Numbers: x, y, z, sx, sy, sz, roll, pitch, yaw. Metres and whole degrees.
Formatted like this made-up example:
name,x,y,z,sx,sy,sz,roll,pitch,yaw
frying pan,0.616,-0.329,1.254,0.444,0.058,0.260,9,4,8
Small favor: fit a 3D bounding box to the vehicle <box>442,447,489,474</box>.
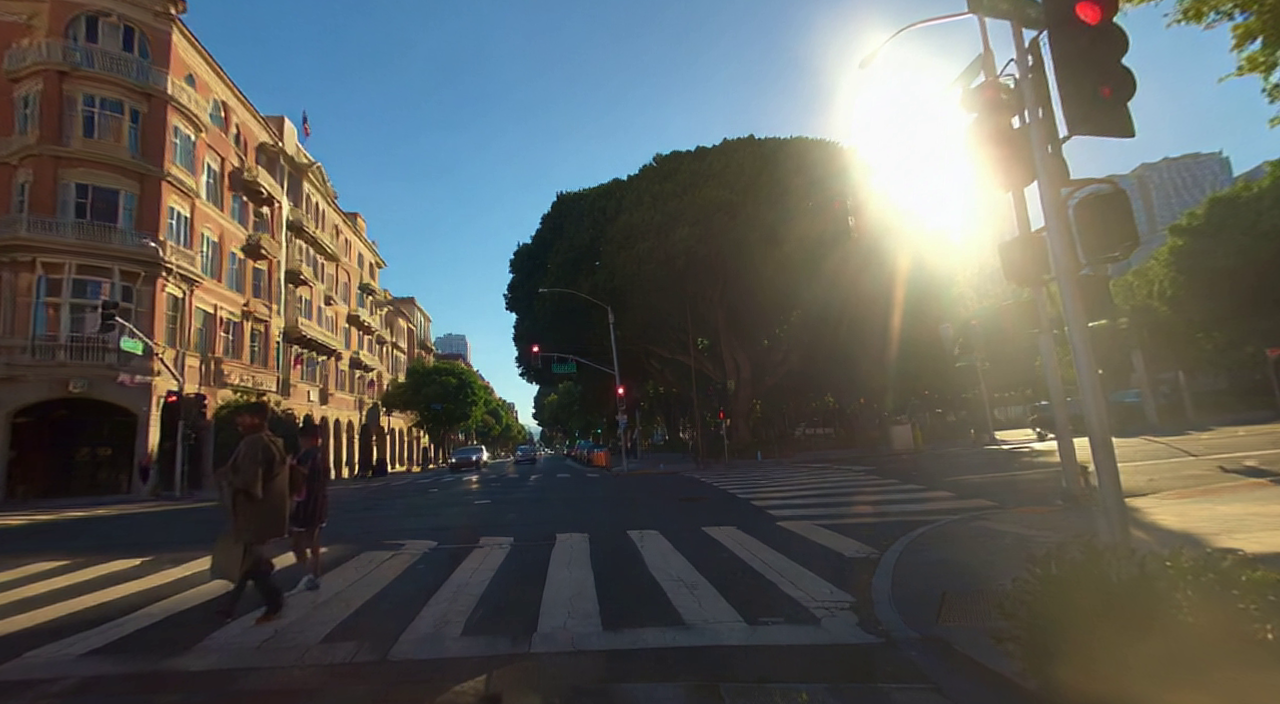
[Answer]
name,x,y,z,sx,sy,sz,roll,pitch,yaw
vehicle,-10.444,6.476,38.107,2.196,1.503,4.371,1,-9,-8
